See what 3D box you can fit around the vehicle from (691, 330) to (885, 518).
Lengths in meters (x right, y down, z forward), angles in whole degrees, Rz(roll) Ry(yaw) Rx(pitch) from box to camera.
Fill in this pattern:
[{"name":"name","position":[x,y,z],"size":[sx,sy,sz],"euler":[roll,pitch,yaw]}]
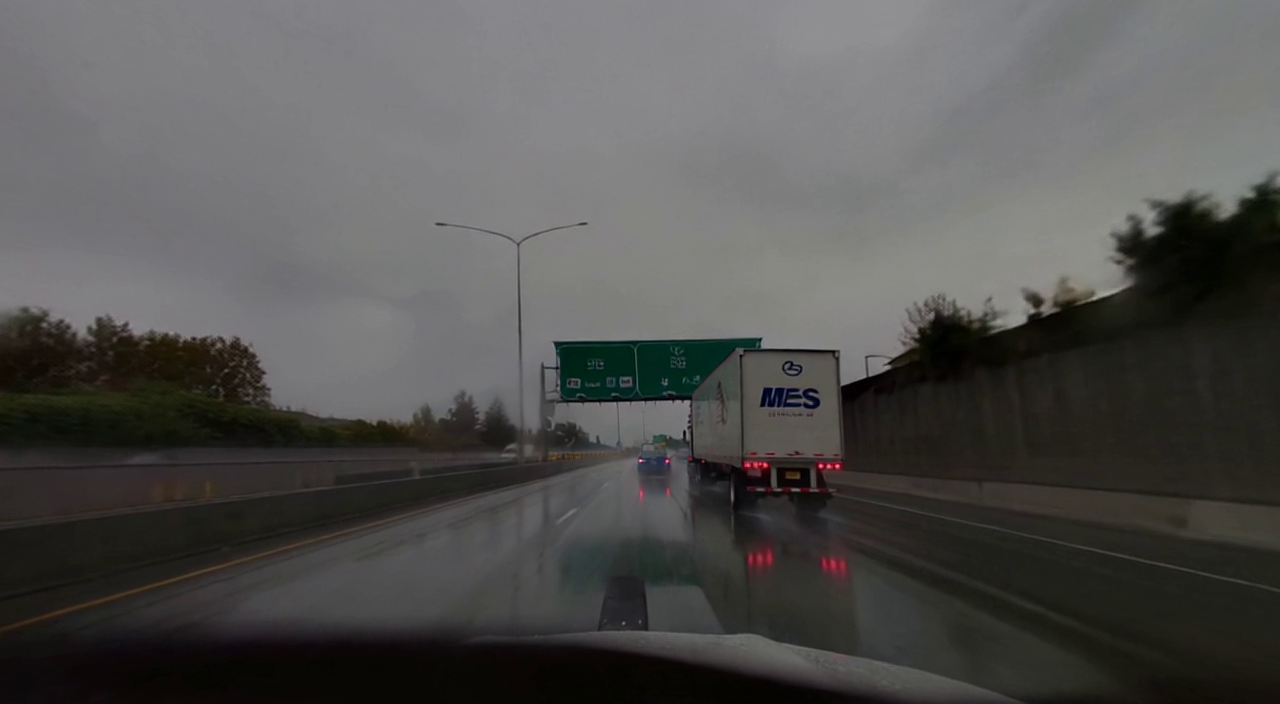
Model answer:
[{"name":"vehicle","position":[3.767,2.603,20.813],"size":[3.002,4.104,14.174],"euler":[0,-9,0]}]

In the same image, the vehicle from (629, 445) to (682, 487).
[{"name":"vehicle","position":[0.609,4.864,27.154],"size":[2.121,1.642,3.828],"euler":[0,-9,0]}]
